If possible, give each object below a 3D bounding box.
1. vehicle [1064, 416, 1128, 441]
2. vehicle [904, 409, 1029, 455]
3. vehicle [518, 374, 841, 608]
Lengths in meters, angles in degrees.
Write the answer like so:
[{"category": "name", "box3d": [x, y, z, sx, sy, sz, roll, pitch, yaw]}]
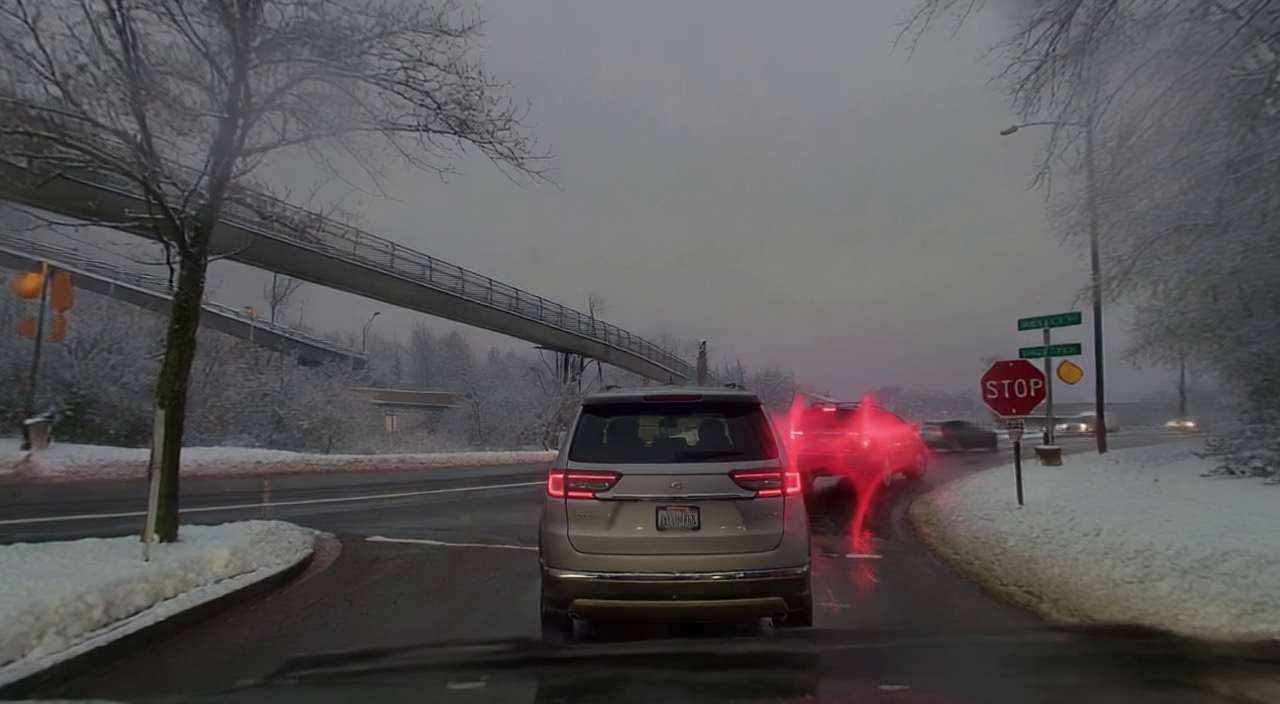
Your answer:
[{"category": "vehicle", "box3d": [33.916, 5.686, 46.868, 4.557, 1.712, 1.913, 3, -9, -29]}, {"category": "vehicle", "box3d": [14.069, 3.482, 27.134, 5.166, 1.791, 2.131, 4, -10, -28]}, {"category": "vehicle", "box3d": [0.301, 1.400, 7.134, 2.494, 1.804, 4.336, 0, -9, 0]}]
